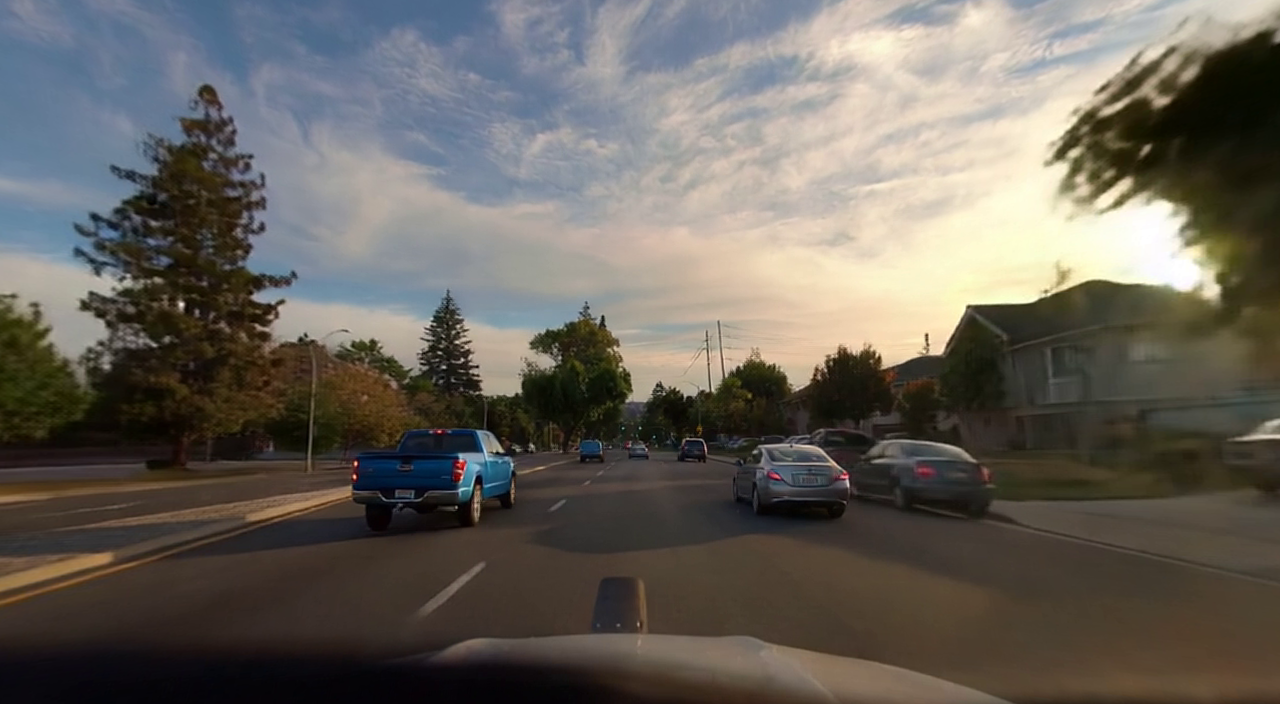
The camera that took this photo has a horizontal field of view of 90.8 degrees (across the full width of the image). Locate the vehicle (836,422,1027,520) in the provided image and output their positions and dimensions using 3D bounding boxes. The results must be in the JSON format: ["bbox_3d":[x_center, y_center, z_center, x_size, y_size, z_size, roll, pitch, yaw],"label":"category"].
[{"bbox_3d":[6.334,2.624,14.554,2.031,1.837,4.822,0,-8,-1],"label":"vehicle"}]

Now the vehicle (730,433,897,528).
[{"bbox_3d":[3.032,2.324,12.076,1.884,1.463,4.195,0,-8,-2],"label":"vehicle"}]

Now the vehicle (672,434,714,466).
[{"bbox_3d":[3.208,6.033,39.146,2.099,1.845,4.363,0,-8,-2],"label":"vehicle"}]

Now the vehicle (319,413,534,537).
[{"bbox_3d":[-3.490,2.134,11.705,2.111,1.745,5.274,0,-8,0],"label":"vehicle"}]

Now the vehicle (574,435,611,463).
[{"bbox_3d":[-3.279,6.747,44.082,2.218,1.829,4.492,0,-8,0],"label":"vehicle"}]
